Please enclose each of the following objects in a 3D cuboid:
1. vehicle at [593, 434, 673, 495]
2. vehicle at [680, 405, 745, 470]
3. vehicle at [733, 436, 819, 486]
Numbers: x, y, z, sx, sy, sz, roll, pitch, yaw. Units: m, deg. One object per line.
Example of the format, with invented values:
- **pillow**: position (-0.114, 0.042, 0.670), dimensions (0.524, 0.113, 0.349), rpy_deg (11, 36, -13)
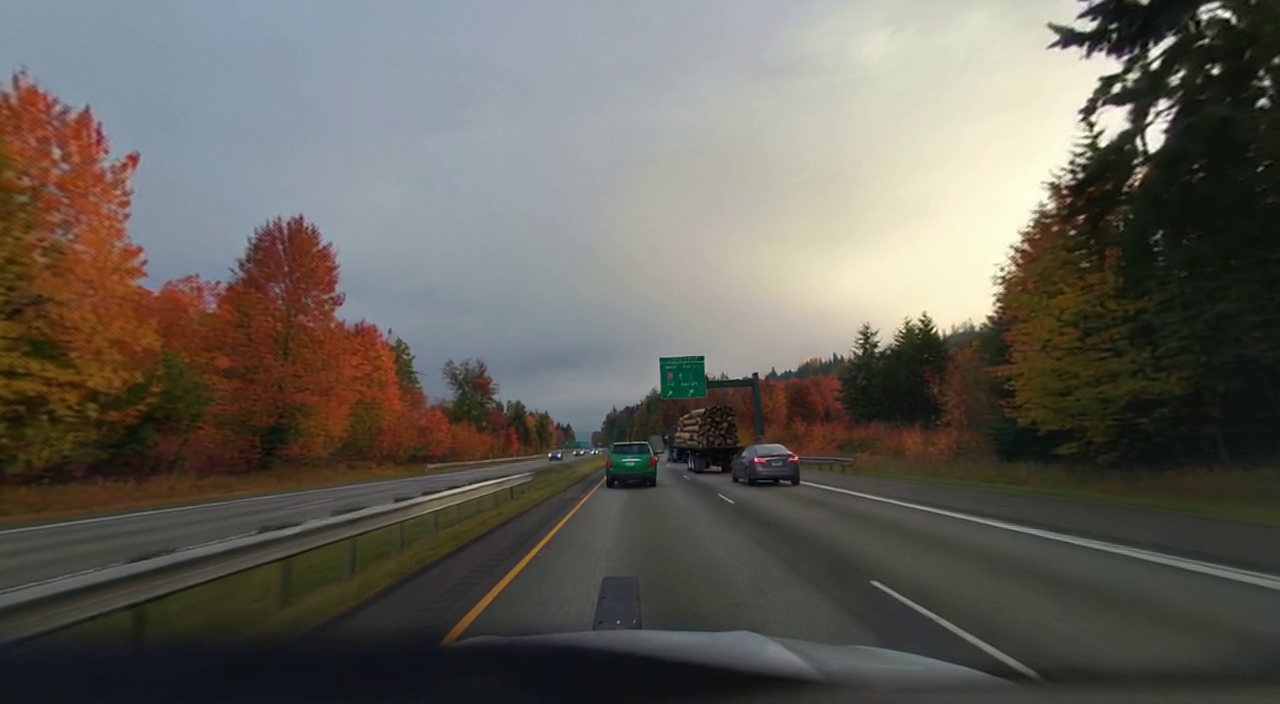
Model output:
- **vehicle**: position (-0.193, 3.492, 19.800), dimensions (2.263, 1.699, 3.936), rpy_deg (-1, -9, 0)
- **vehicle**: position (4.661, 5.792, 42.190), dimensions (3.125, 3.895, 8.461), rpy_deg (0, -9, -1)
- **vehicle**: position (4.899, 4.009, 23.319), dimensions (2.057, 1.660, 4.525), rpy_deg (0, -9, -2)
